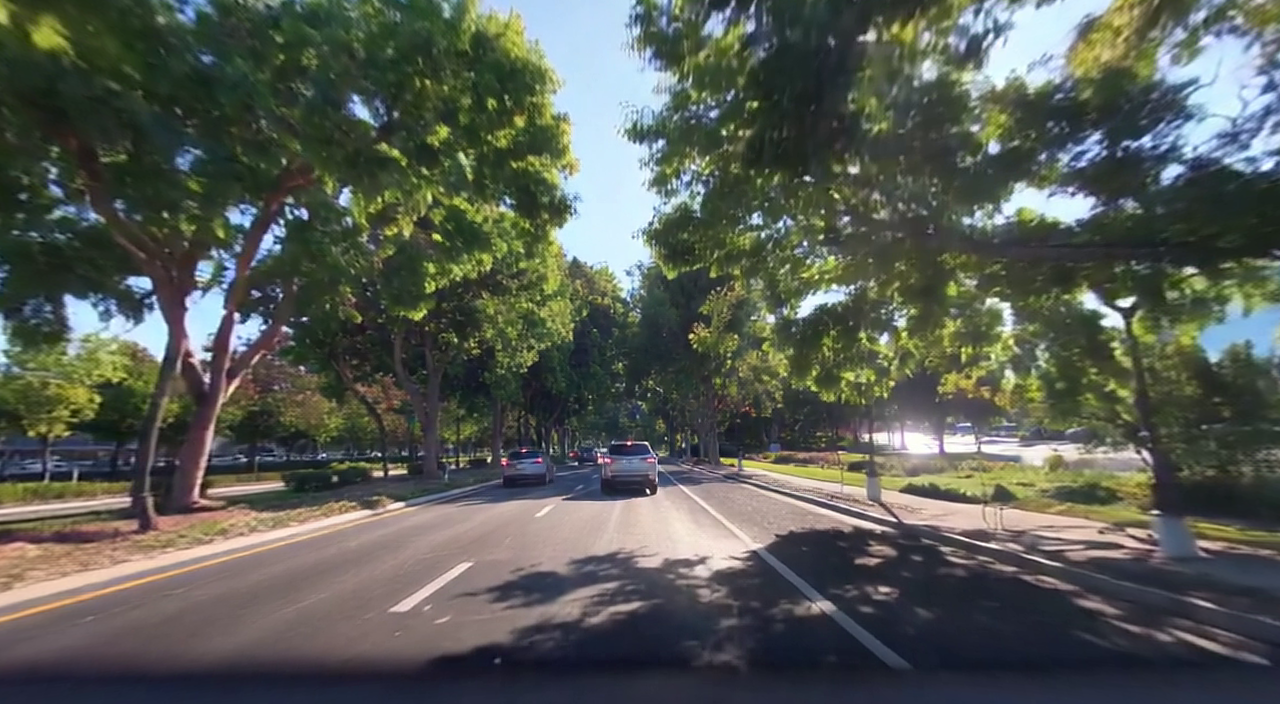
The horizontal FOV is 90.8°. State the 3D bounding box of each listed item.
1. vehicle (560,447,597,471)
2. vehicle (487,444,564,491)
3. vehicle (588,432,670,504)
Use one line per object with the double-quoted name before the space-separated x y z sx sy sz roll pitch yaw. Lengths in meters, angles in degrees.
"vehicle" -4.118 7.225 42.837 1.959 1.485 4.452 0 -8 1
"vehicle" -4.041 4.109 22.911 1.936 1.538 4.016 0 -8 1
"vehicle" -0.276 3.172 17.747 2.018 1.769 3.897 0 -8 0
